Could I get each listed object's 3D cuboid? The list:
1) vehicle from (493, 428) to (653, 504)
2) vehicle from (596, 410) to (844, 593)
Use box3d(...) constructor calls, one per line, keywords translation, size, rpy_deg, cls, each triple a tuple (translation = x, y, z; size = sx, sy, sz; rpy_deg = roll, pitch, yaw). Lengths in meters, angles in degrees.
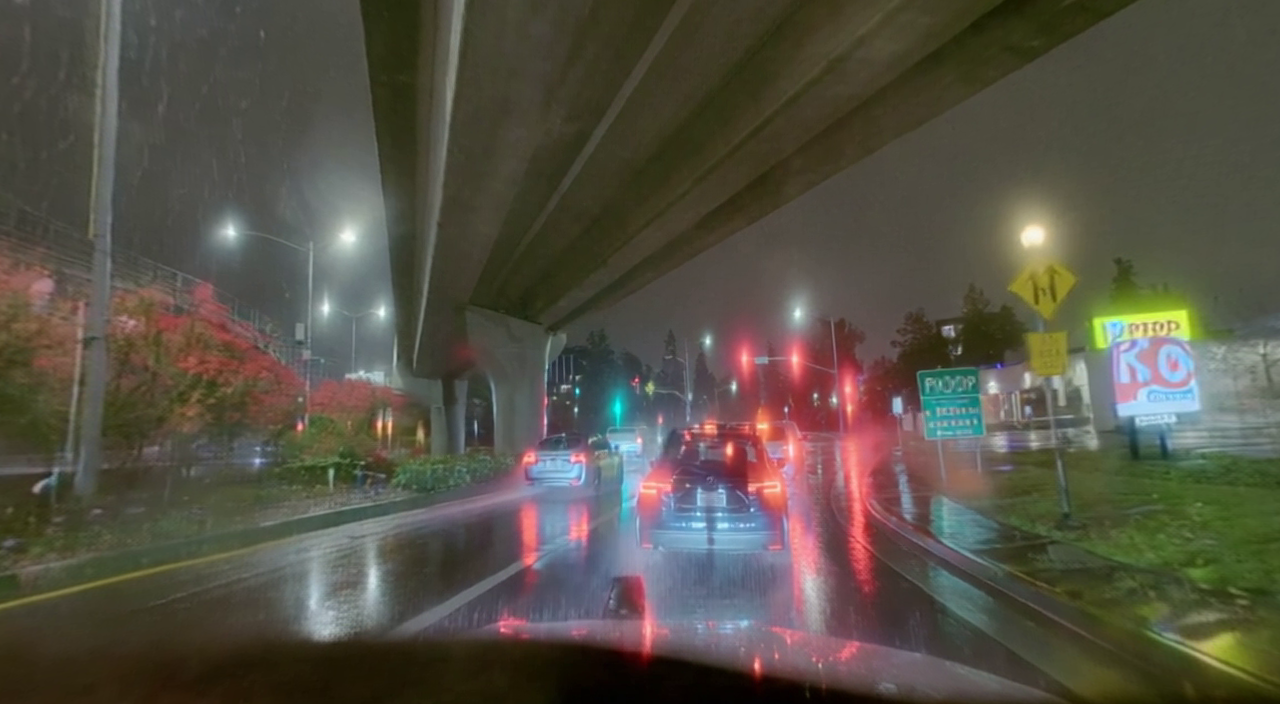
box3d(translation=(-1.356, 2.655, 15.187), size=(2.214, 1.519, 4.704), rpy_deg=(-3, -9, 15), cls="vehicle")
box3d(translation=(1.044, 1.637, 7.839), size=(2.195, 1.571, 4.353), rpy_deg=(-2, -8, 10), cls="vehicle")
